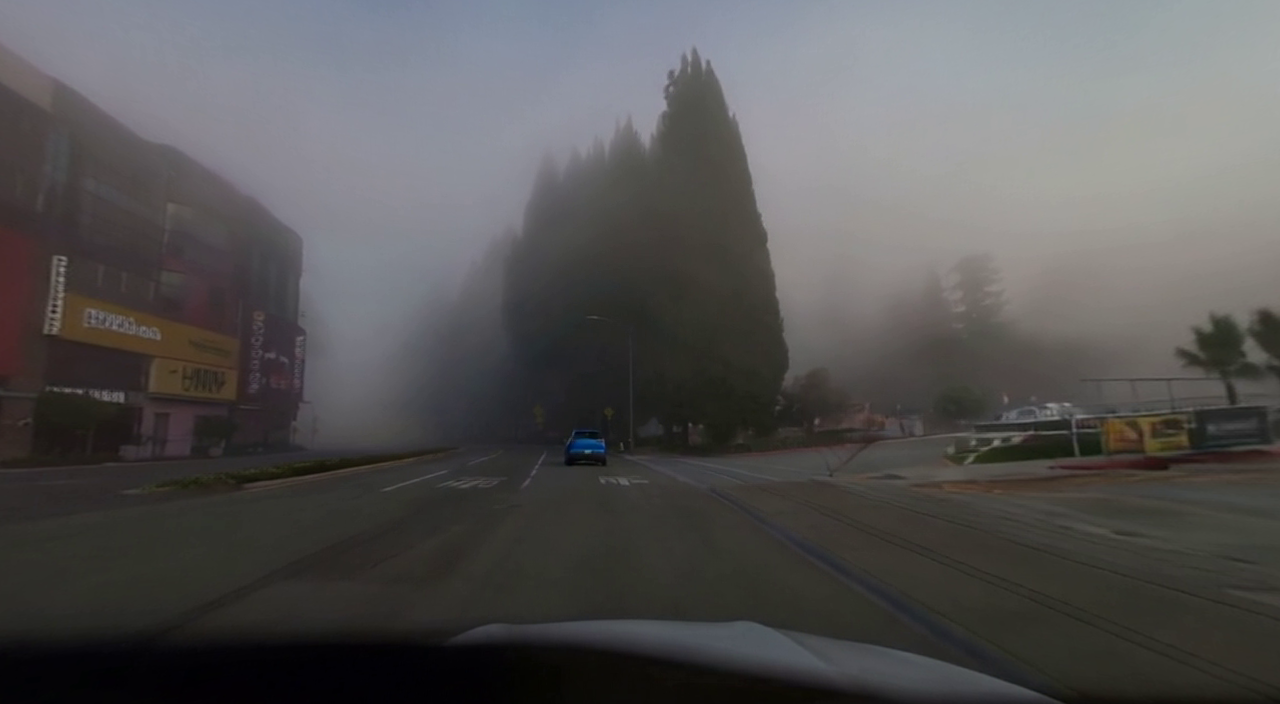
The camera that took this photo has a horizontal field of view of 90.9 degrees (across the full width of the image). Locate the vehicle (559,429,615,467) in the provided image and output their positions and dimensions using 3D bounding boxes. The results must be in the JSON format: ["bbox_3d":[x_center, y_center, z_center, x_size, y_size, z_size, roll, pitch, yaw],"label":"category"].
[{"bbox_3d":[-2.463,4.263,28.206,2.231,1.572,4.227,1,-8,-8],"label":"vehicle"}]
